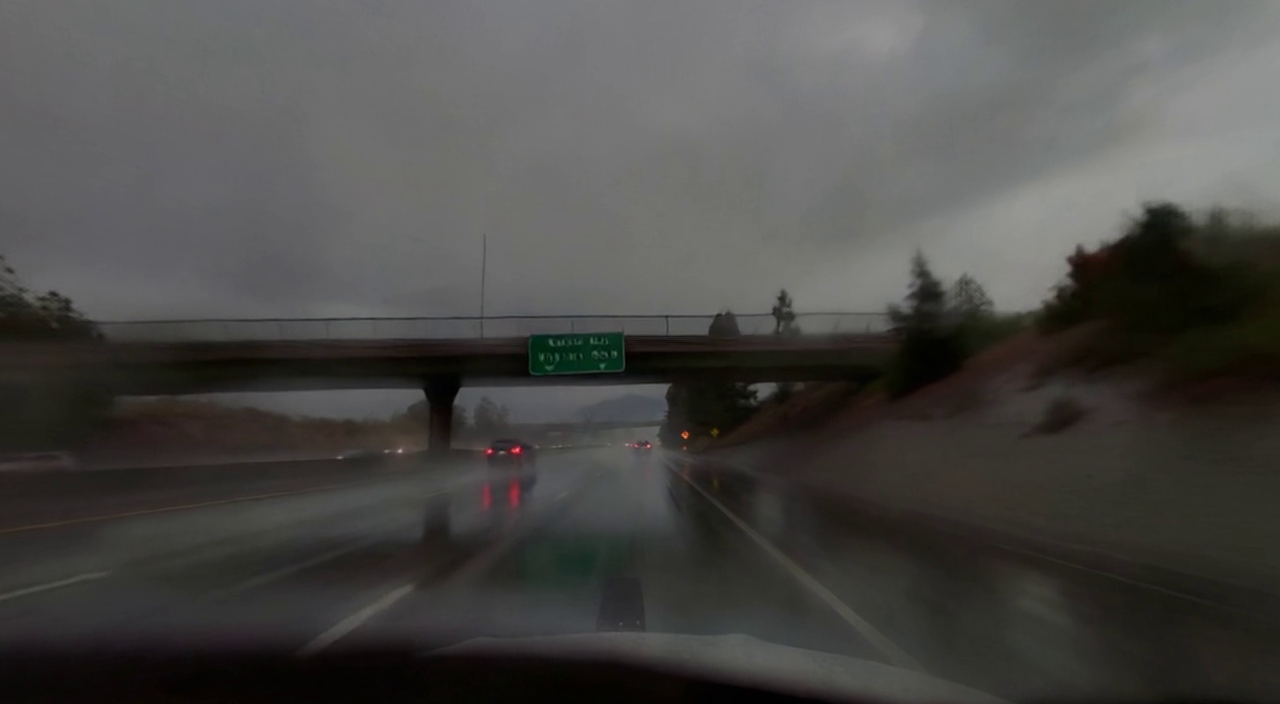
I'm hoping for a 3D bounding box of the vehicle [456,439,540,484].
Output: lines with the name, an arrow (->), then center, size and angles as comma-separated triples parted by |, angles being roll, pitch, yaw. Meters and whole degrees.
vehicle -> -5.287, 4.144, 24.155 | 1.916, 1.545, 4.757 | 0, -8, 2
